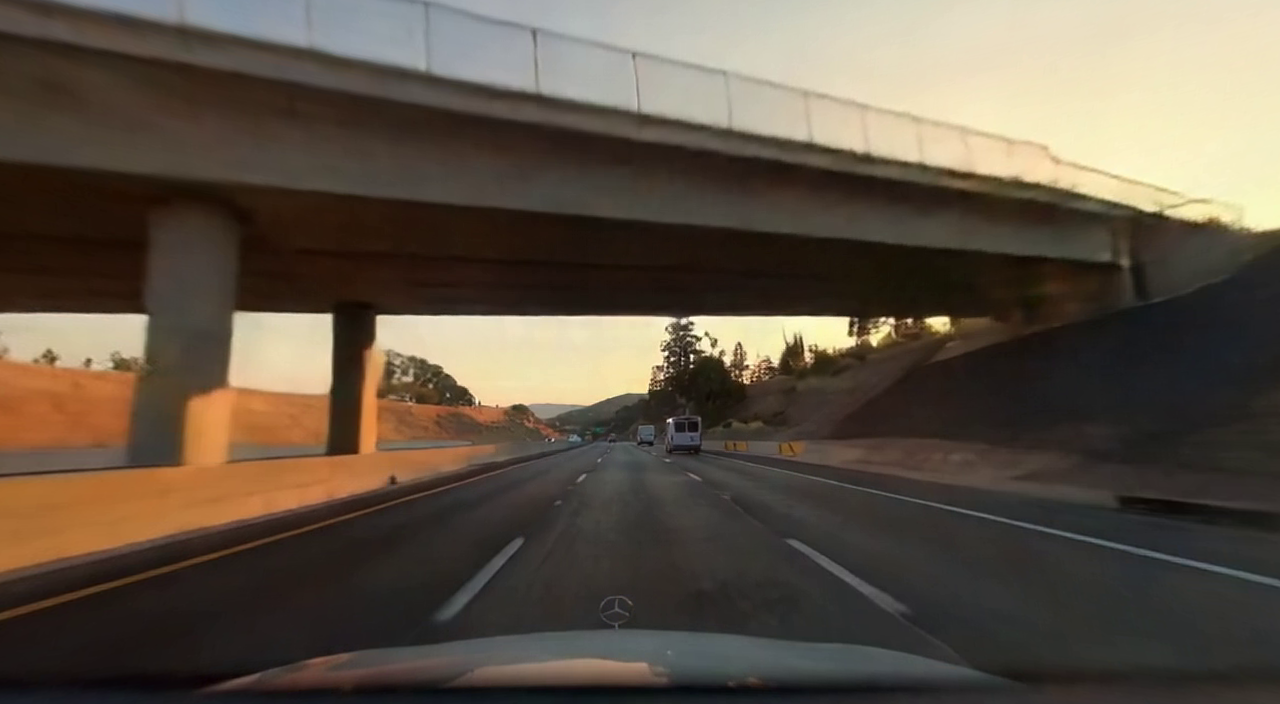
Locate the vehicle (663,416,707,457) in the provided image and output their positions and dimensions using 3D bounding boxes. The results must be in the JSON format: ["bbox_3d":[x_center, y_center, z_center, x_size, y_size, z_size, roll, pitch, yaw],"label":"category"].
[{"bbox_3d":[3.140,6.154,45.703,2.431,2.667,6.921,0,-8,-2],"label":"vehicle"}]
